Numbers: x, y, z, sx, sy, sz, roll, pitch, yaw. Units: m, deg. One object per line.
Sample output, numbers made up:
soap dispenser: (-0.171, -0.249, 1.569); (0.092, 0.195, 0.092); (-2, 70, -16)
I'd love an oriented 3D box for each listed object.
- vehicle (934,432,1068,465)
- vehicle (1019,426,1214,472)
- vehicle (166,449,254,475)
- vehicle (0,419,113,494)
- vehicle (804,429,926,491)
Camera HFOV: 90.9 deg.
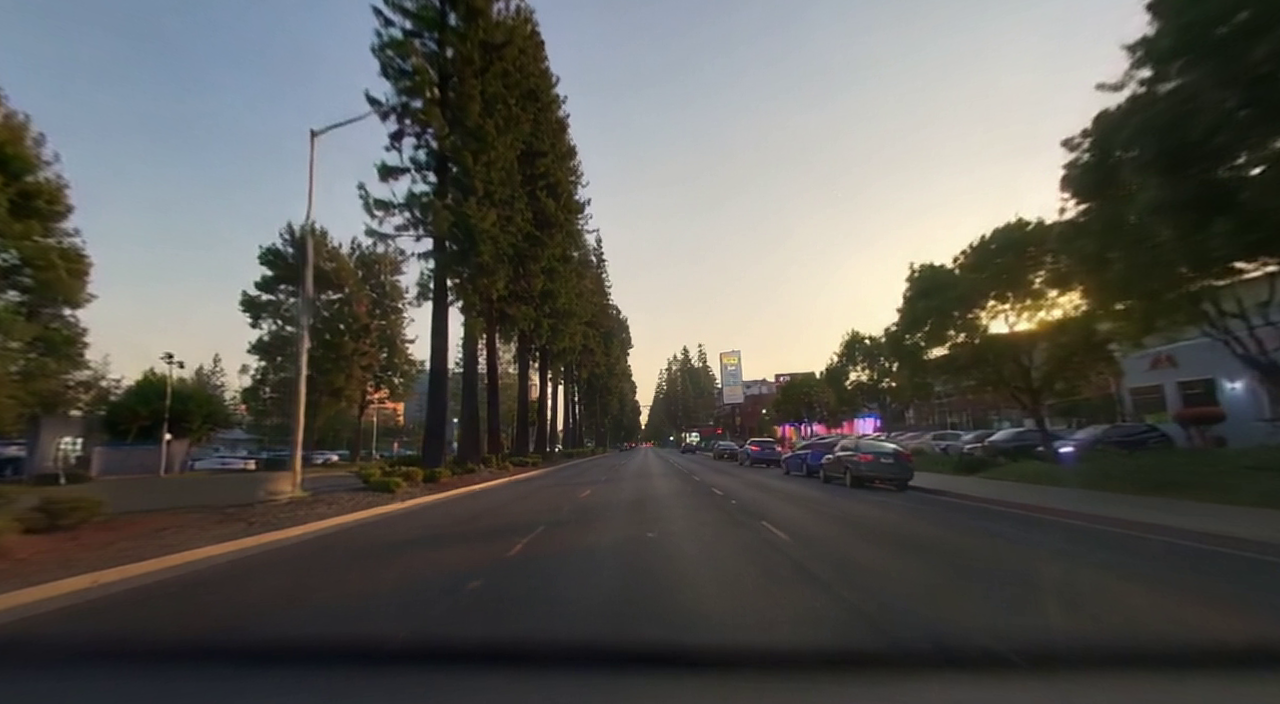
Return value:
vehicle: (16.898, 4.539, 29.671); (4.906, 1.429, 2.234); (0, -9, -1)
vehicle: (16.785, 3.458, 22.415); (5.222, 1.515, 2.044); (0, -9, -1)
vehicle: (-32.196, 8.261, 47.312); (4.963, 1.714, 2.311); (-2, -9, -1)
vehicle: (-33.056, 5.535, 33.456); (7.106, 3.726, 3.230); (0, -8, 1)
vehicle: (7.027, 3.424, 20.340); (2.084, 1.736, 4.754); (0, -8, -1)
